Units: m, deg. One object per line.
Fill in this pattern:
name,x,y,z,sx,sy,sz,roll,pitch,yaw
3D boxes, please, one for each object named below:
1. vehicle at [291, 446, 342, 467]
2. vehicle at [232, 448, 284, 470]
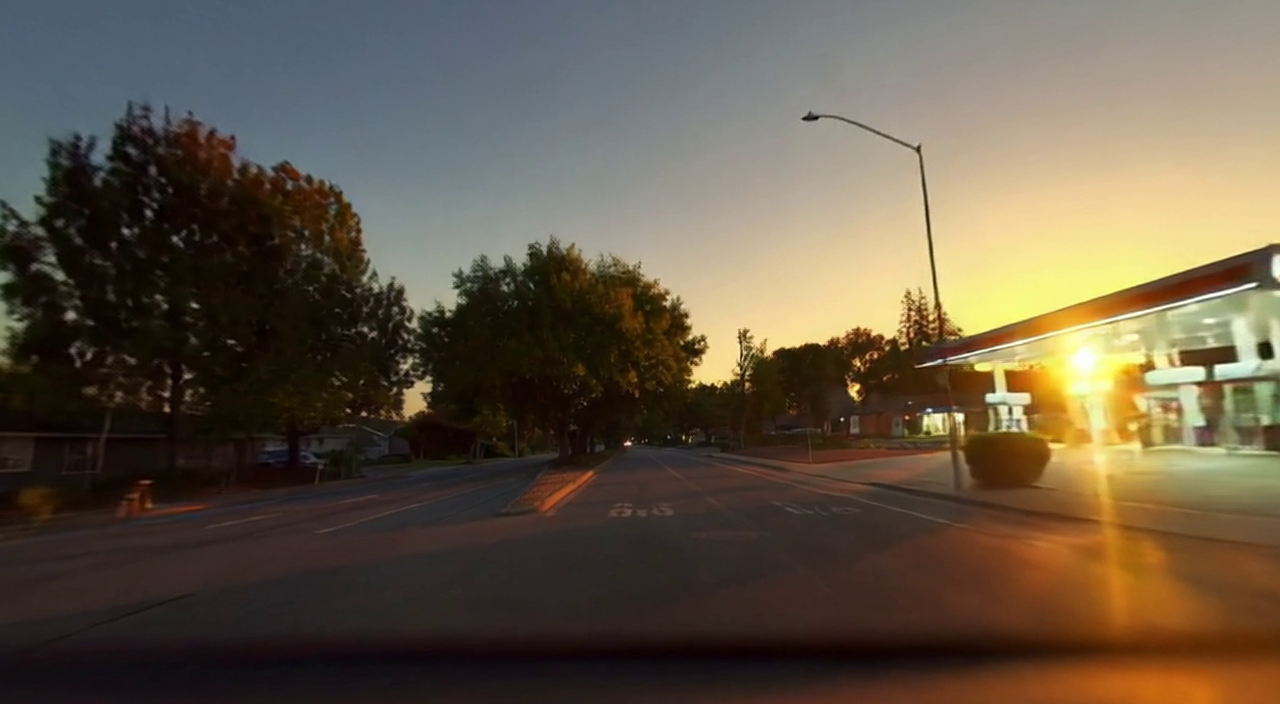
vehicle,-25.203,8.137,49.392,1.760,1.598,3.881,-1,-8,3
vehicle,-30.097,8.429,49.910,1.881,1.444,4.046,-3,-7,-4
